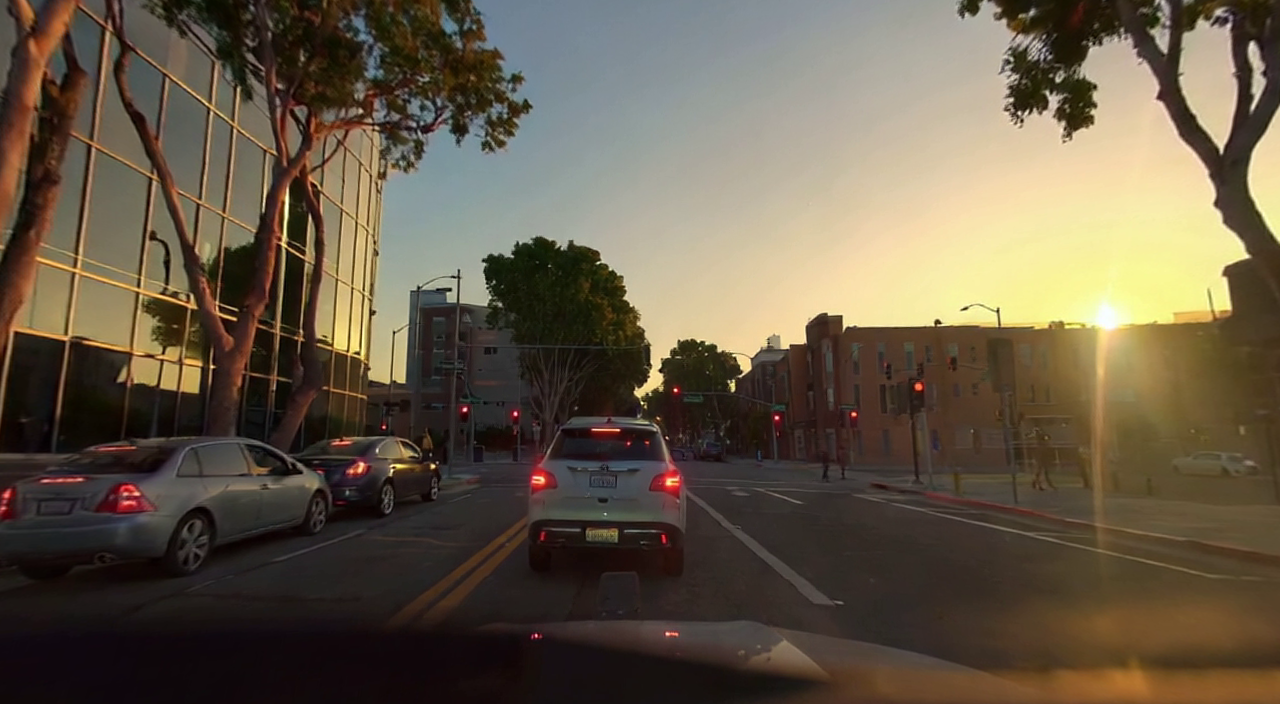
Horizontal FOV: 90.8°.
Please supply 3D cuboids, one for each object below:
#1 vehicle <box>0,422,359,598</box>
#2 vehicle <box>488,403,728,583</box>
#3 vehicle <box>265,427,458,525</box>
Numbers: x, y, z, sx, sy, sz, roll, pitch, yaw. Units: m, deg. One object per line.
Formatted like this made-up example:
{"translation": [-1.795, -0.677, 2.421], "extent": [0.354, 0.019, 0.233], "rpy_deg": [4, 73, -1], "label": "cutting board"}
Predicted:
{"translation": [-5.751, 1.877, 8.475], "extent": [1.904, 1.684, 4.529], "rpy_deg": [0, -9, -1], "label": "vehicle"}
{"translation": [-0.286, 1.627, 8.002], "extent": [2.258, 1.687, 3.934], "rpy_deg": [0, -9, 1], "label": "vehicle"}
{"translation": [-5.873, 2.667, 14.172], "extent": [2.077, 1.791, 4.751], "rpy_deg": [0, -9, 1], "label": "vehicle"}
